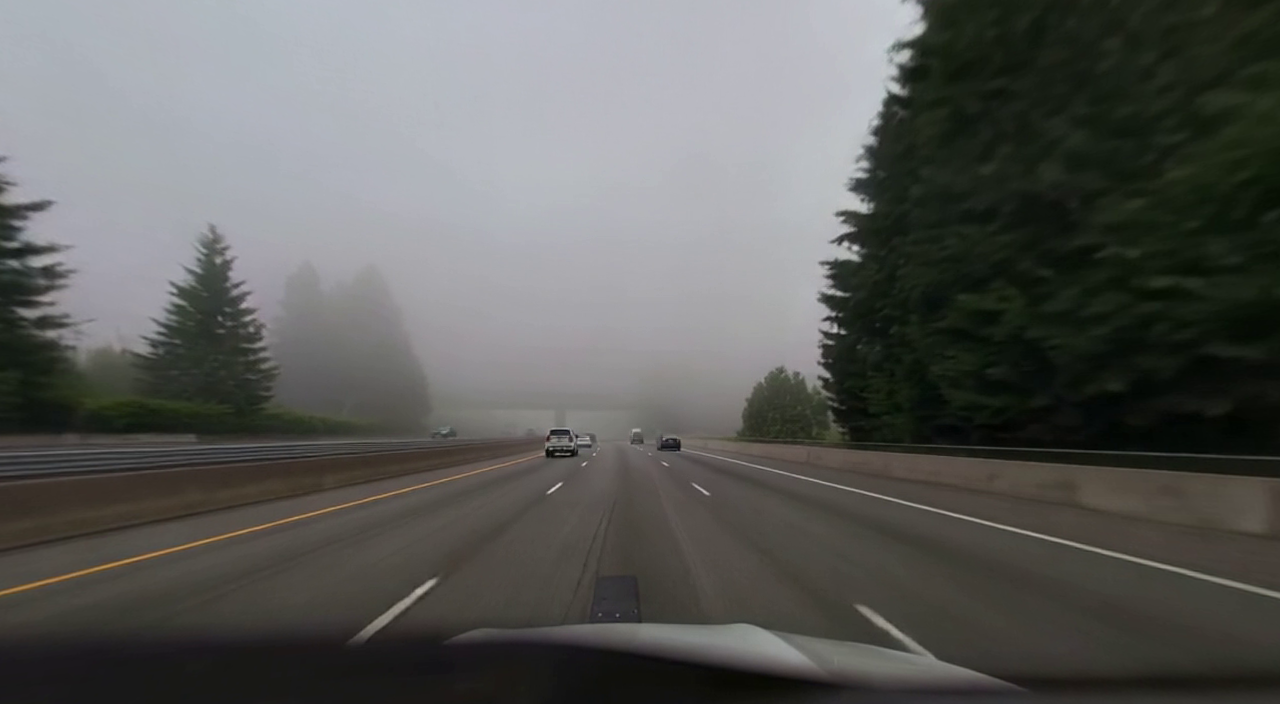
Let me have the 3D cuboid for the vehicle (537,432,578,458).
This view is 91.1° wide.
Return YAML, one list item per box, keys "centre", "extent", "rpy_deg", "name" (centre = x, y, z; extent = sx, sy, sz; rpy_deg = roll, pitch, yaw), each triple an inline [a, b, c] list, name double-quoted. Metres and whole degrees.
- centre: [-4.709, 5.363, 36.428]
  extent: [1.966, 1.460, 3.519]
  rpy_deg: [0, -8, -2]
  name: "vehicle"
